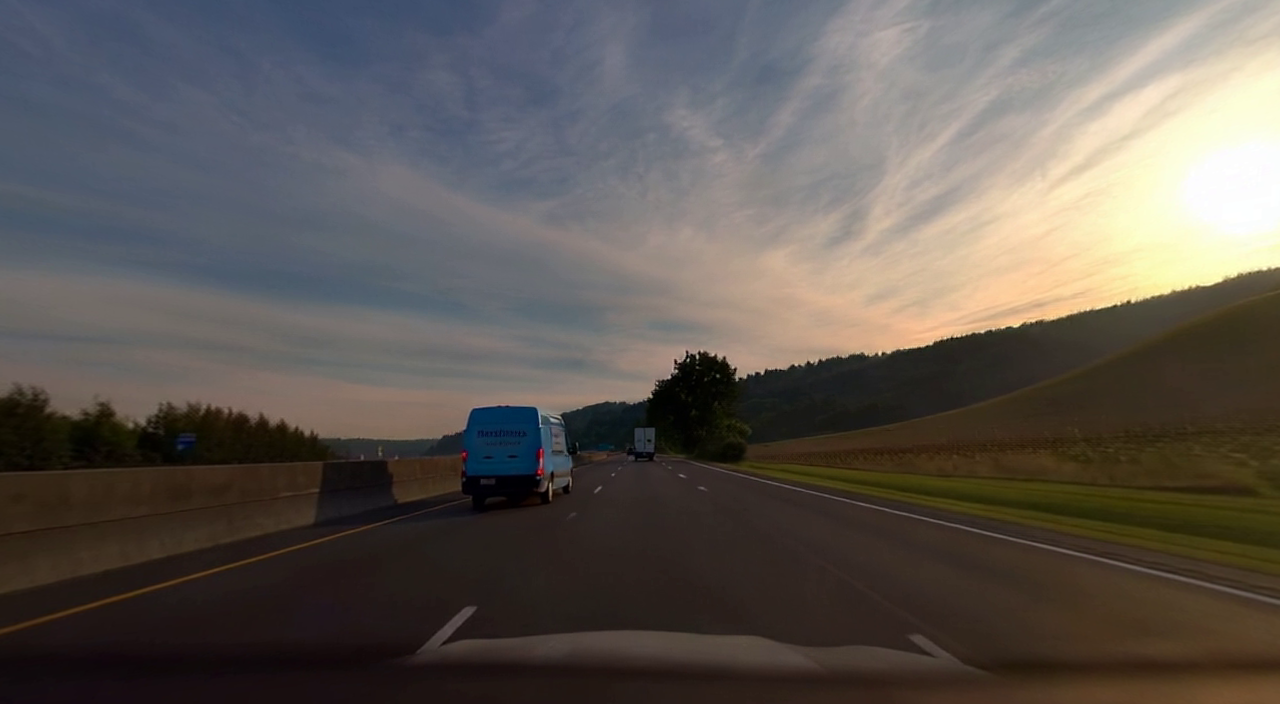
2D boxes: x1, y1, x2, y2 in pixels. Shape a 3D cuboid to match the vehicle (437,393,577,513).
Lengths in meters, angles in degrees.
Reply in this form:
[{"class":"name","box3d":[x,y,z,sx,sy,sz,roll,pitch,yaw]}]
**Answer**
[{"class":"vehicle","box3d":[-3.293,2.755,17.523,2.320,2.636,7.021,0,-9,0]}]
